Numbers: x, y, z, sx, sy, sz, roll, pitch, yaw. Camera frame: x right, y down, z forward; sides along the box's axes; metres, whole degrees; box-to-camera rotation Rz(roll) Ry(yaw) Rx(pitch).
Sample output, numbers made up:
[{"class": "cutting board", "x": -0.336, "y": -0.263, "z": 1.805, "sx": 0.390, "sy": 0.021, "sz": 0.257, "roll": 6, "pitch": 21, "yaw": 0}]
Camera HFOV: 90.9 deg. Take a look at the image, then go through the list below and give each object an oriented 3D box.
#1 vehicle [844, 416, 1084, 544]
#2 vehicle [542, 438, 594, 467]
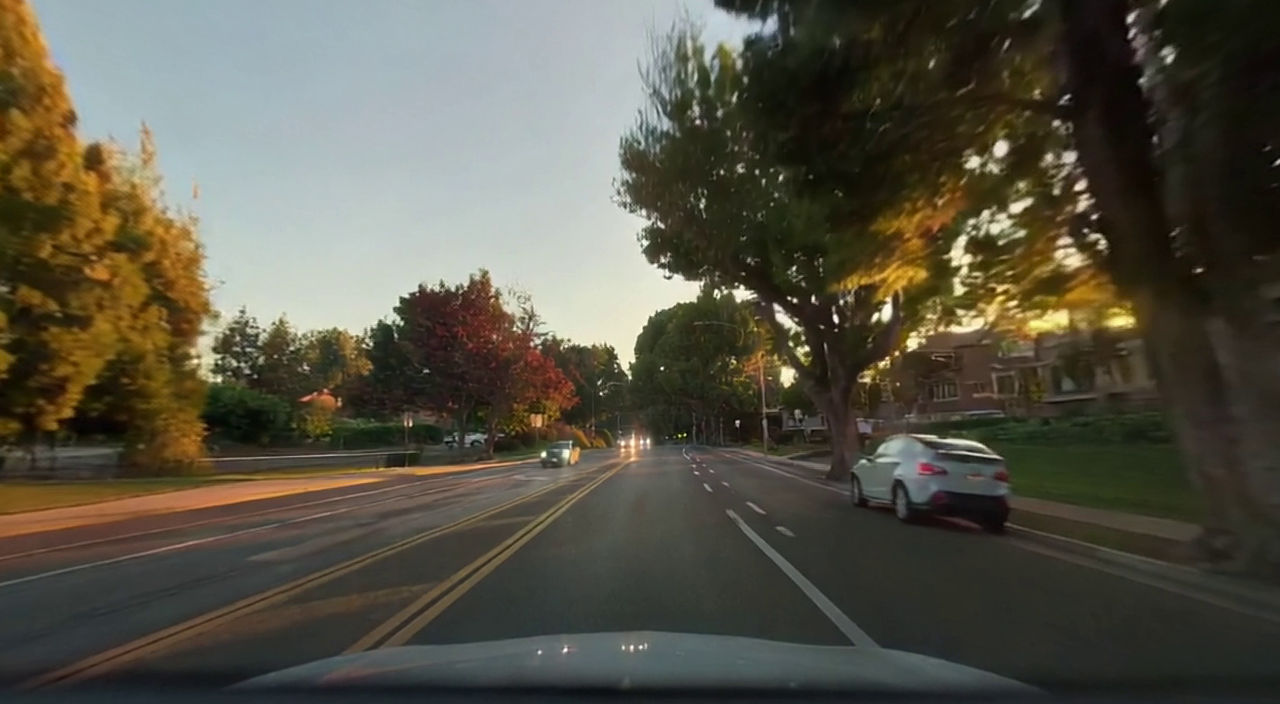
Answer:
[{"class": "vehicle", "x": 5.300, "y": 2.162, "z": 11.184, "sx": 2.068, "sy": 1.688, "sz": 4.442, "roll": 3, "pitch": -9, "yaw": 2}, {"class": "vehicle", "x": -3.982, "y": 5.629, "z": 35.585, "sx": 2.192, "sy": 1.533, "sz": 4.341, "roll": -1, "pitch": -8, "yaw": 3}]
